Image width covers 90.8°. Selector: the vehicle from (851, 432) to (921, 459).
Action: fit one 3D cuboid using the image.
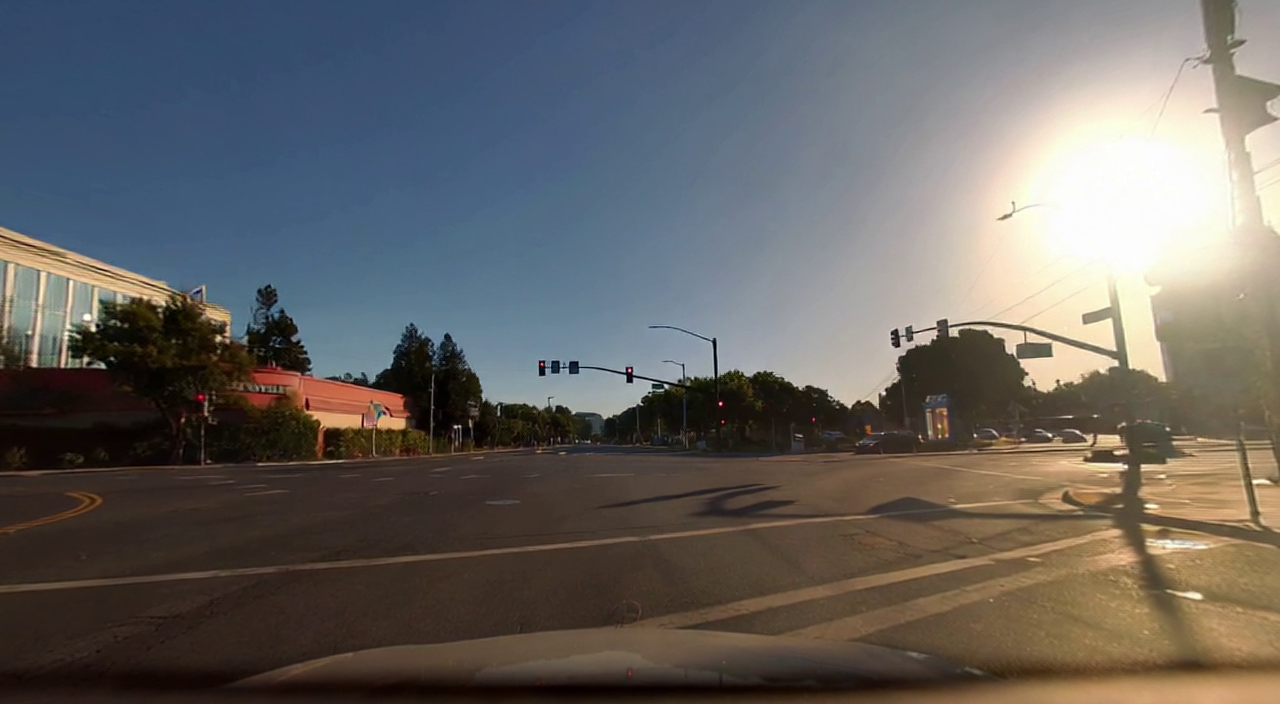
[{"bbox_3d":[17.611,6.701,45.254,4.600,1.783,1.970,4,-10,-26],"label":"vehicle"}]
